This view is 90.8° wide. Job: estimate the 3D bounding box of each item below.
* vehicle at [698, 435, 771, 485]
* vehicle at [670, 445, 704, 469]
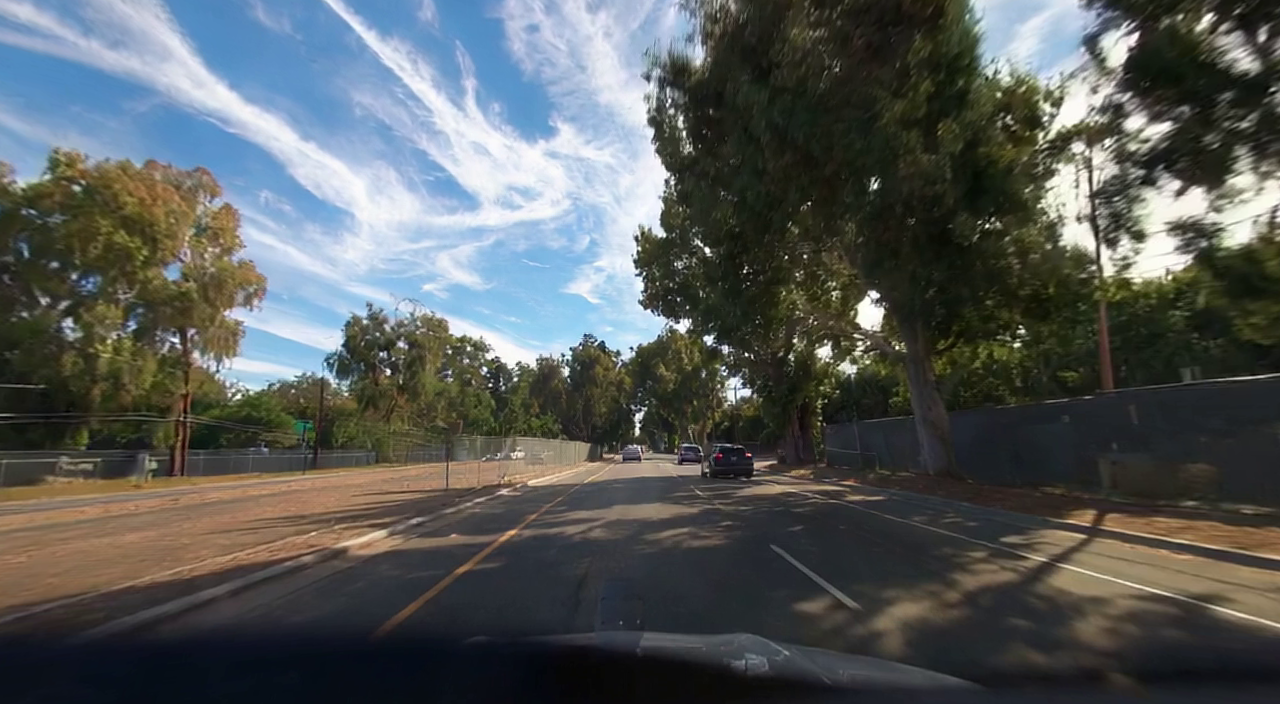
[{"bbox_3d":[3.689,4.335,25.615,2.112,1.825,4.574,0,-9,-2],"label":"vehicle"},{"bbox_3d":[3.340,7.503,45.397,2.012,1.653,4.115,0,-9,-1],"label":"vehicle"}]
